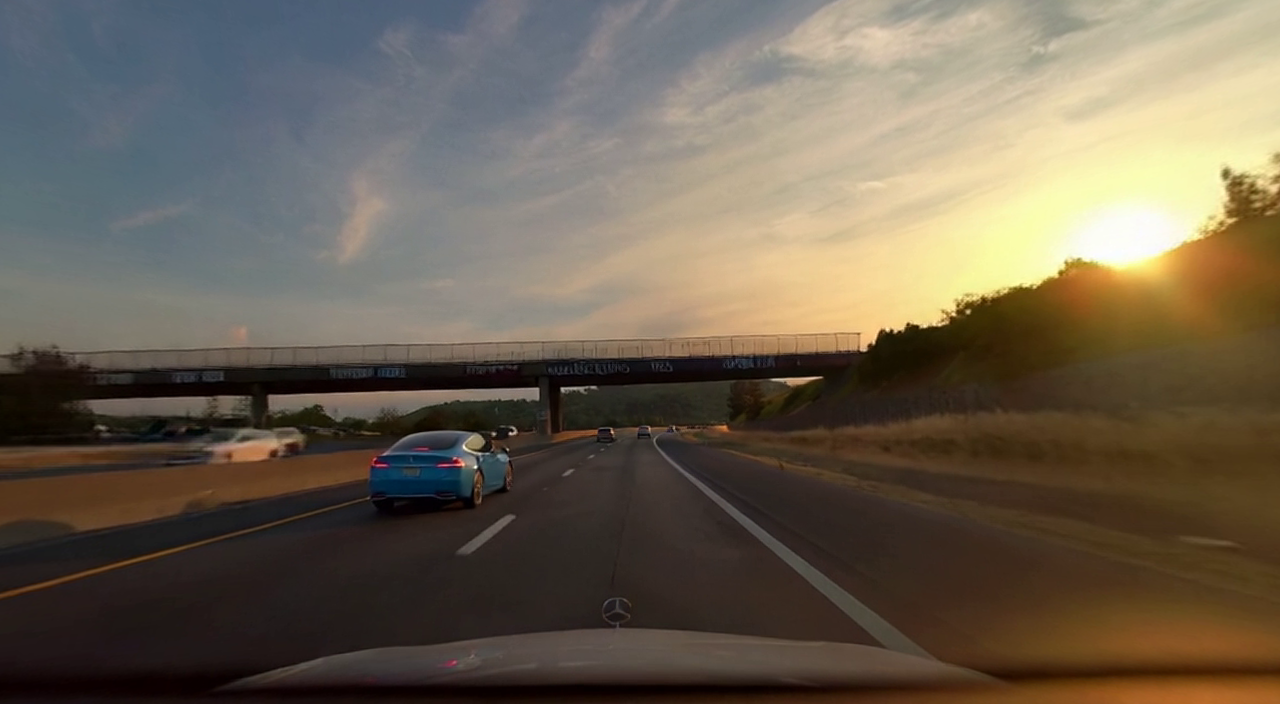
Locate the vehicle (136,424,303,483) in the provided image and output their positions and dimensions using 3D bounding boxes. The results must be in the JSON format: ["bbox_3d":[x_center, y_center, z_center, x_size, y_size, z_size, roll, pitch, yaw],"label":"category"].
[{"bbox_3d":[-12.636,3.058,19.401,1.979,1.566,4.599,0,-8,0],"label":"vehicle"}]

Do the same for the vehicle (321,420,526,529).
[{"bbox_3d":[-3.550,2.081,11.436,2.108,1.555,4.574,0,-8,0],"label":"vehicle"}]

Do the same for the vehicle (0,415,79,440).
[{"bbox_3d":[-38.541,4.764,39.442,4.767,1.486,1.933,5,-9,-33],"label":"vehicle"}]
